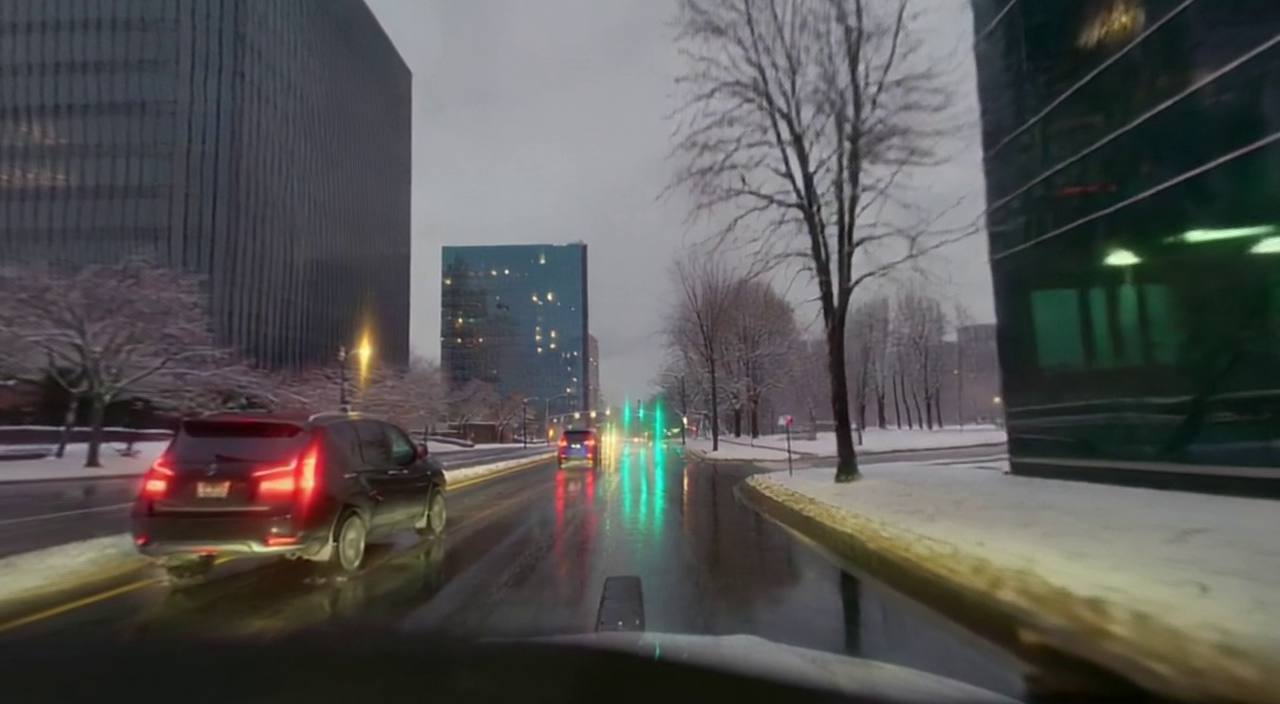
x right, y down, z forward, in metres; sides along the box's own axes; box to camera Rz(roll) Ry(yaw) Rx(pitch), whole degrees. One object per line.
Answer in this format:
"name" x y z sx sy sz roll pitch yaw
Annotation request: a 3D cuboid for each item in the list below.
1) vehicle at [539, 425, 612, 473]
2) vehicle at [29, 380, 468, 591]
"vehicle" -2.602 4.141 26.995 2.384 1.849 5.009 0 -9 3
"vehicle" -3.911 1.454 7.603 2.169 1.741 4.588 0 -9 3
